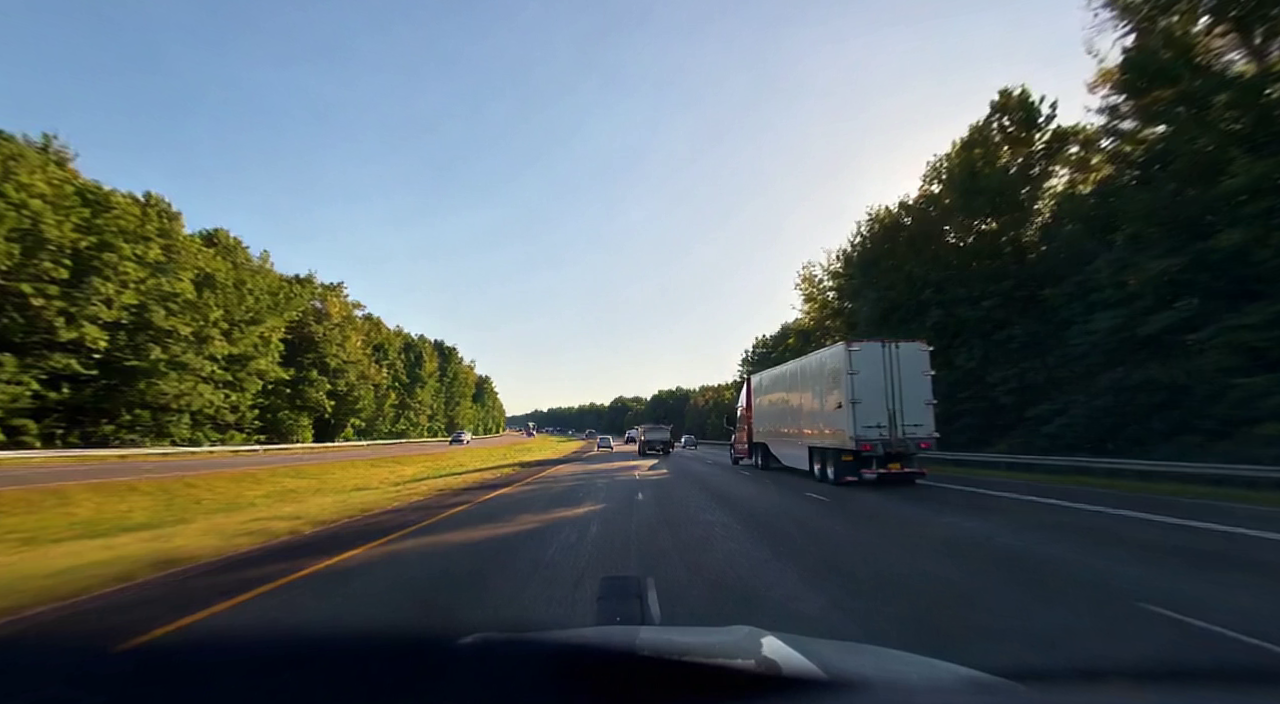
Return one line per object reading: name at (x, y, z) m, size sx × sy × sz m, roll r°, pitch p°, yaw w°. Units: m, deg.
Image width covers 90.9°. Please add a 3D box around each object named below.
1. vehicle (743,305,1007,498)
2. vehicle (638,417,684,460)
vehicle at (6.020, 1.932, 20.207) m, size 2.904 × 4.054 × 14.017 m, roll 0°, pitch -8°, yaw -1°
vehicle at (1.223, 5.468, 39.982) m, size 2.436 × 2.521 × 5.409 m, roll 0°, pitch -8°, yaw -3°
